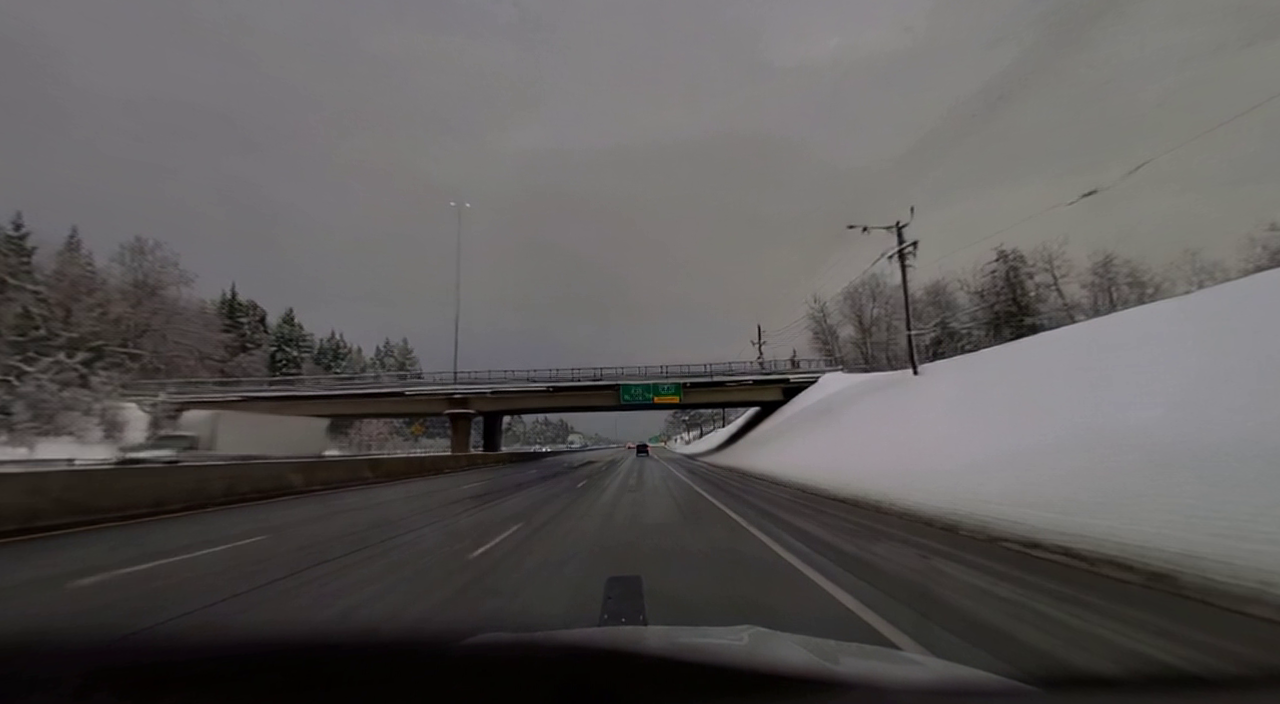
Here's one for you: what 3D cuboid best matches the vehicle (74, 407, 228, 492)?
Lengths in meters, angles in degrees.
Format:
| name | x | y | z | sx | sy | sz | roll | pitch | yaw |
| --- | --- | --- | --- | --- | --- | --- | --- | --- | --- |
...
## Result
| name | x | y | z | sx | sy | sz | roll | pitch | yaw |
| --- | --- | --- | --- | --- | --- | --- | --- | --- | --- |
| vehicle | -24.879 | 5.013 | 32.550 | 2.975 | 3.919 | 5.951 | 0 | -9 | -1 |
